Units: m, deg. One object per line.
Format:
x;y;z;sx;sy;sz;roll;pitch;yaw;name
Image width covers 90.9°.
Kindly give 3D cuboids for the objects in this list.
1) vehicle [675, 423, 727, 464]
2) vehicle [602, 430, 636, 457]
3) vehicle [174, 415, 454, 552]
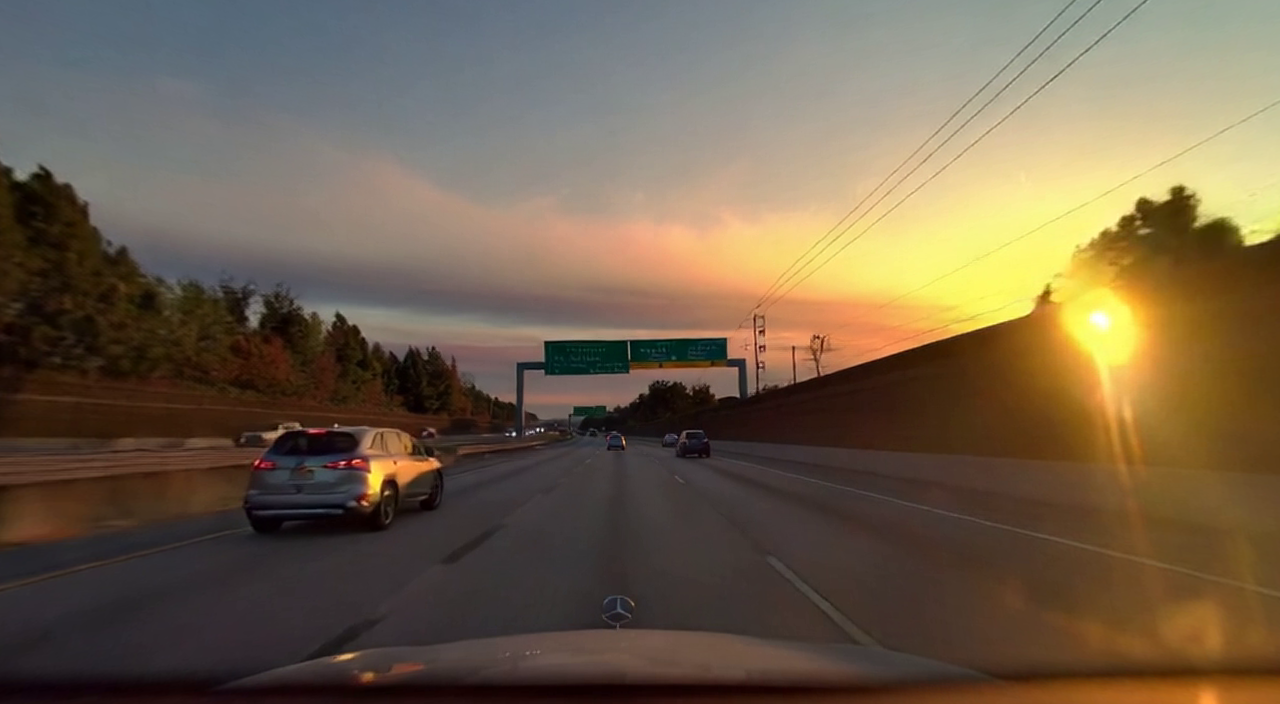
2.940;4.485;30.988;1.976;1.905;3.263;0;-7;-4;vehicle
-1.392;6.061;41.886;2.159;1.690;3.720;0;-7;-3;vehicle
-4.441;1.811;9.502;2.100;1.590;4.077;0;-7;-1;vehicle
